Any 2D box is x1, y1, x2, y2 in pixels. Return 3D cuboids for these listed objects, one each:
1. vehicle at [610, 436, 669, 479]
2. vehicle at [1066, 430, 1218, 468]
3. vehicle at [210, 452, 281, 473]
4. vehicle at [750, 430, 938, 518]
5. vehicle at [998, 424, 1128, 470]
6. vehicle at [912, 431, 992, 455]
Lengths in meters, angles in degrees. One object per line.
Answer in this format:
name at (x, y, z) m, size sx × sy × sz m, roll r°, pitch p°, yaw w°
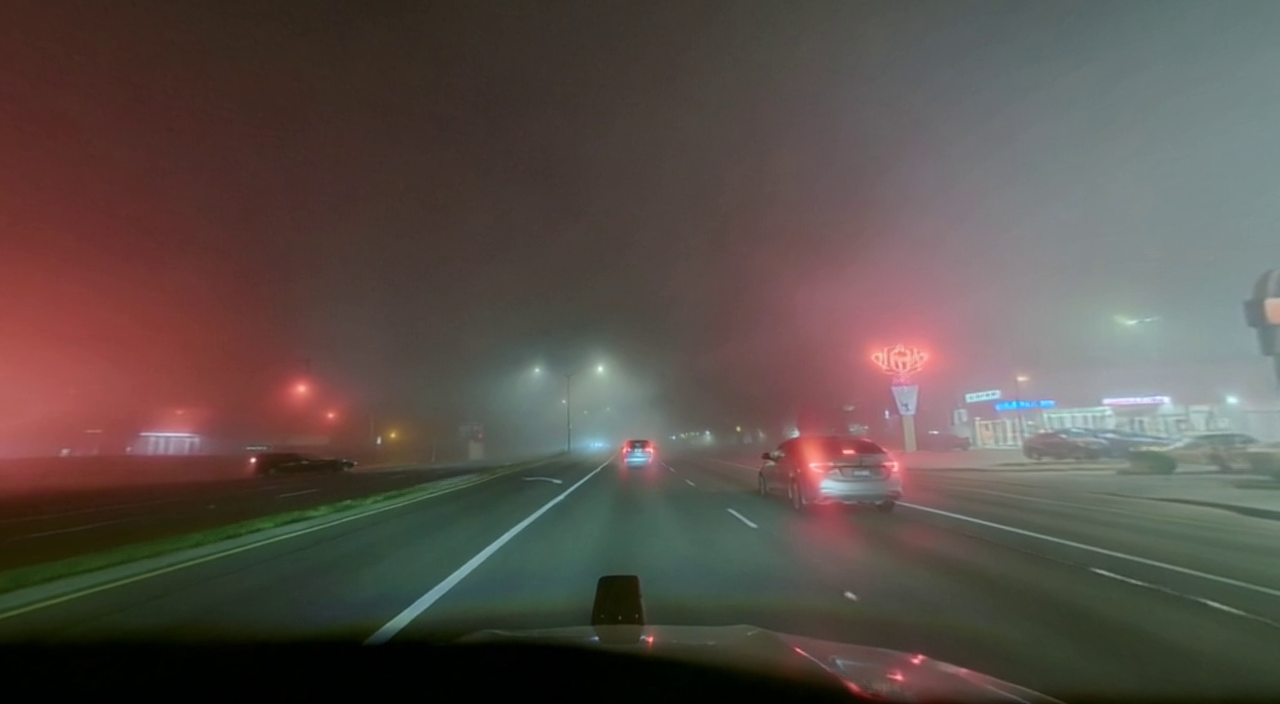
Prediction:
vehicle at (-0.057, 3.826, 23.039) m, size 1.998 × 1.452 × 3.773 m, roll 0°, pitch -8°, yaw -1°
vehicle at (21.669, 4.217, 27.318) m, size 4.763 × 1.544 × 2.047 m, roll 0°, pitch -9°, yaw 2°
vehicle at (-29.813, 8.328, 47.639) m, size 4.155 × 1.486 × 1.706 m, roll 0°, pitch -8°, yaw -2°
vehicle at (3.836, 2.400, 12.949) m, size 2.153 × 1.456 × 4.705 m, roll 0°, pitch -9°, yaw -2°
vehicle at (20.495, 4.622, 30.643) m, size 4.697 × 1.832 × 2.092 m, roll -4°, pitch -9°, yaw -1°
vehicle at (20.546, 6.011, 41.527) m, size 4.296 × 1.496 × 1.891 m, roll 1°, pitch -9°, yaw -8°
